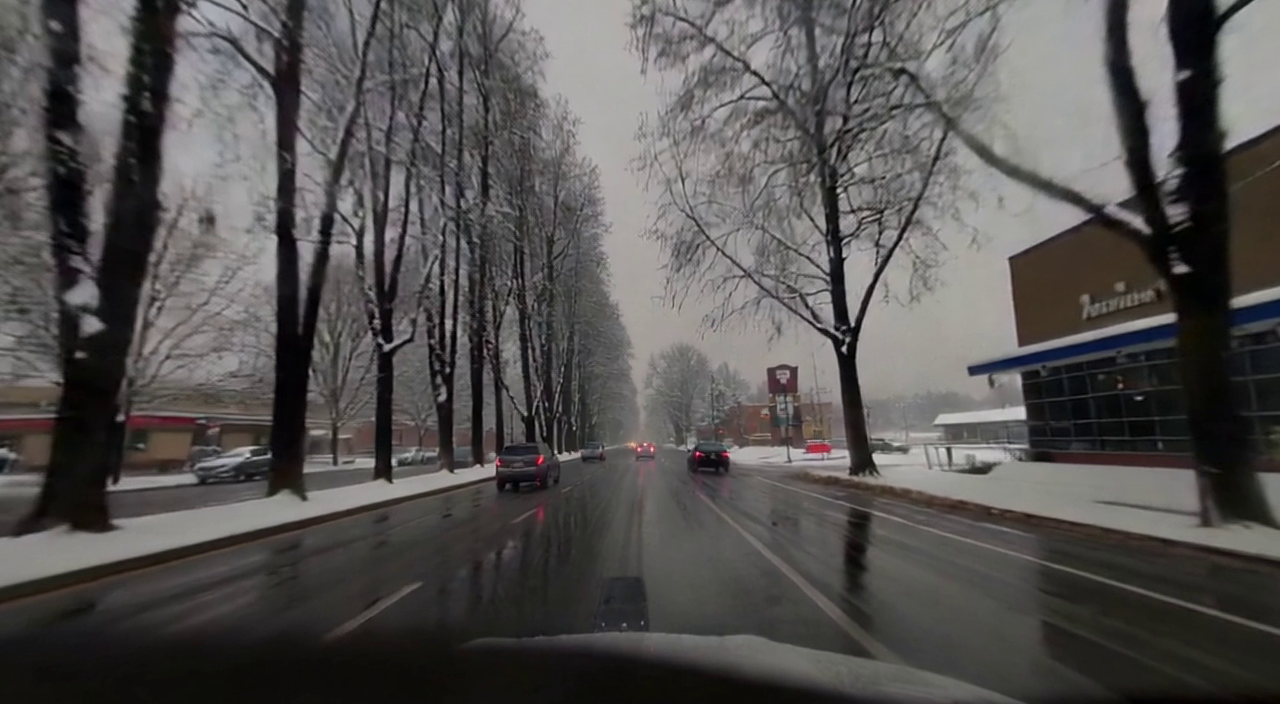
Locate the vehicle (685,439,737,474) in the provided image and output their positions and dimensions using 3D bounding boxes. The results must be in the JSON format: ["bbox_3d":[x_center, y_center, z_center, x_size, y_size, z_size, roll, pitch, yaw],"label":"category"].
[{"bbox_3d":[3.333,4.980,30.261,1.922,1.579,3.642,0,-8,-2],"label":"vehicle"}]

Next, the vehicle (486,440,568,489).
[{"bbox_3d":[-3.739,3.805,21.724,1.908,1.481,4.536,0,-8,1],"label":"vehicle"}]

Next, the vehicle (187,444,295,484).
[{"bbox_3d":[-22.802,6.398,36.432,2.235,2.061,5.936,0,-8,2],"label":"vehicle"}]
